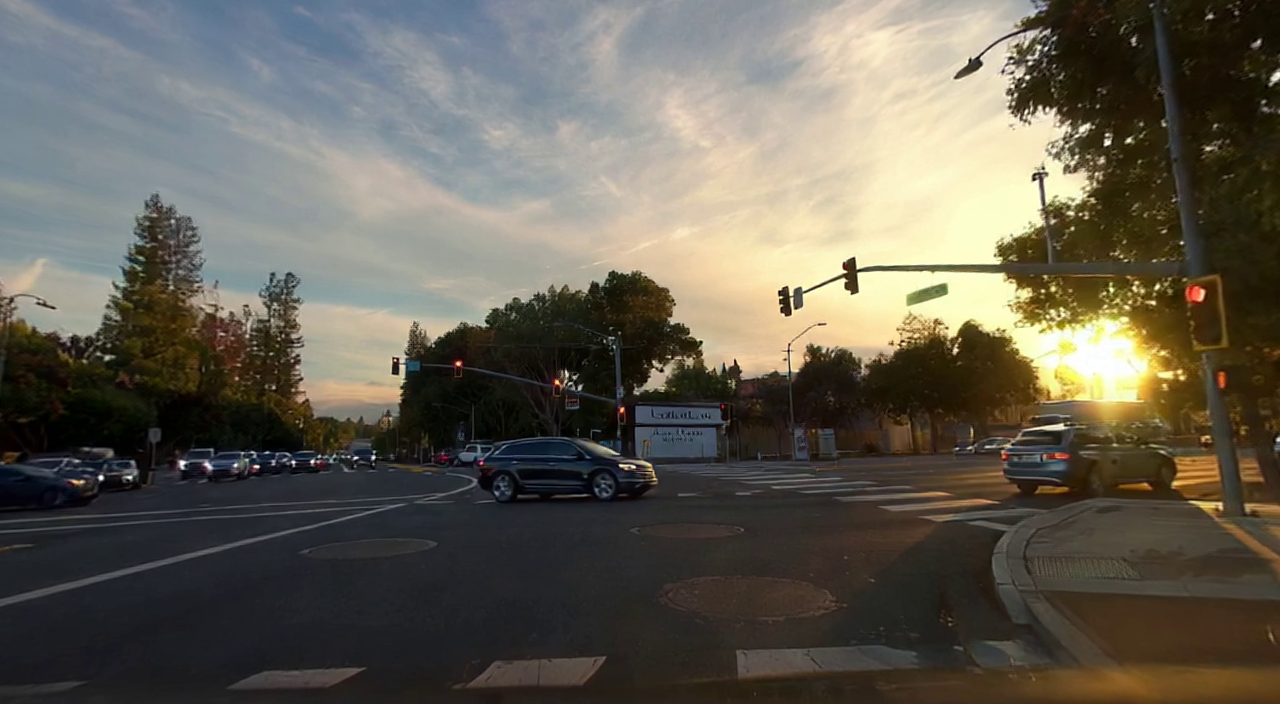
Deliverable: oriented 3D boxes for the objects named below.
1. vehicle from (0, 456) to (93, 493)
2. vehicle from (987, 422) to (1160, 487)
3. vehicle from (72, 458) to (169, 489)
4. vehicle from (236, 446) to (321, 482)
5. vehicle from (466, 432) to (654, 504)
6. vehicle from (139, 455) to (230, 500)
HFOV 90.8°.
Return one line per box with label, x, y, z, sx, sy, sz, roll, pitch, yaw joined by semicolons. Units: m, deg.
vehicle;-31.184;6.262;32.639;2.142;1.723;4.692;1;-9;-9
vehicle;13.096;3.061;19.099;4.619;1.759;2.101;4;-10;-25
vehicle;-28.366;6.608;34.706;1.965;1.448;4.553;1;-9;-8
vehicle;-21.439;6.609;37.839;2.358;1.937;5.896;1;-9;-8
vehicle;-1.947;2.890;15.936;4.281;1.621;1.903;-3;-9;15
vehicle;-17.238;4.692;24.157;1.957;1.471;4.728;4;-10;-26
